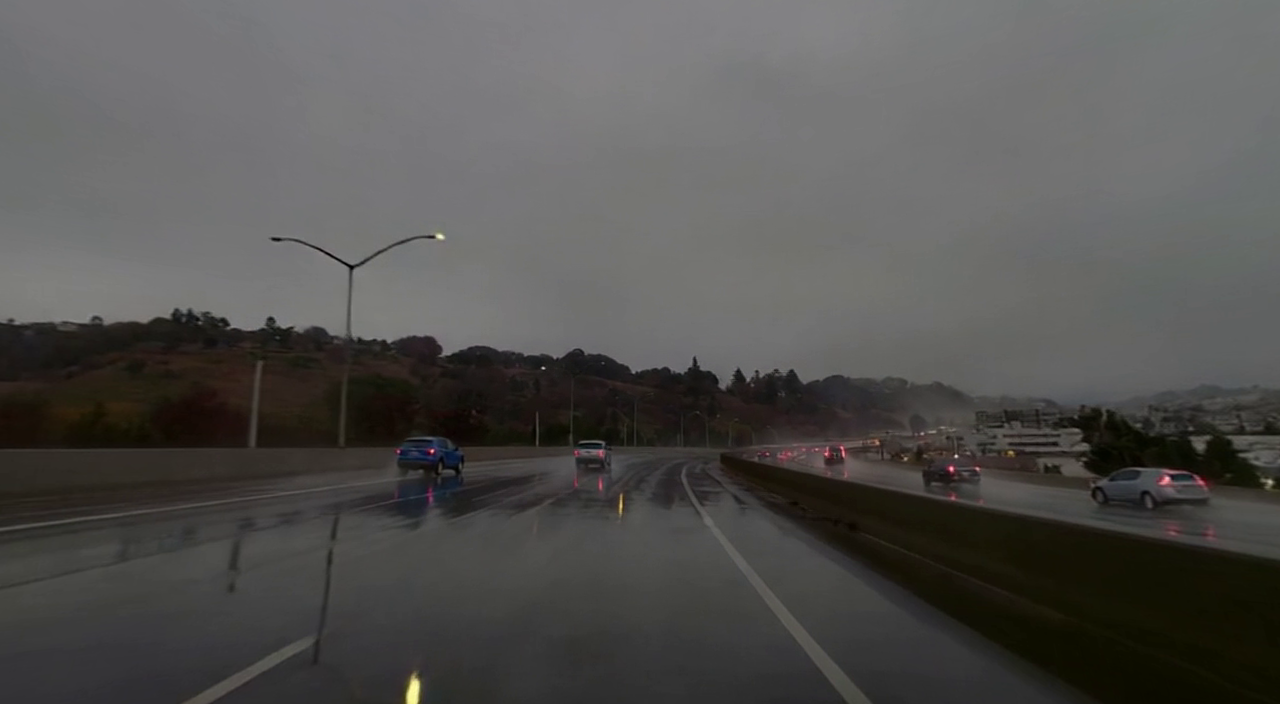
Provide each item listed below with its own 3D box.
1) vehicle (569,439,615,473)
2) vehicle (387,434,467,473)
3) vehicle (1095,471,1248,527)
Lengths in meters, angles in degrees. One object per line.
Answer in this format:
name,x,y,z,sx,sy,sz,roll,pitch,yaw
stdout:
vehicle,-2.629,5.846,35.724,2.028,1.782,4.150,-1,-8,3
vehicle,-10.212,4.920,30.675,2.039,1.746,4.528,-1,-8,4
vehicle,18.604,5.121,22.408,1.786,1.559,4.496,-1,-8,5
